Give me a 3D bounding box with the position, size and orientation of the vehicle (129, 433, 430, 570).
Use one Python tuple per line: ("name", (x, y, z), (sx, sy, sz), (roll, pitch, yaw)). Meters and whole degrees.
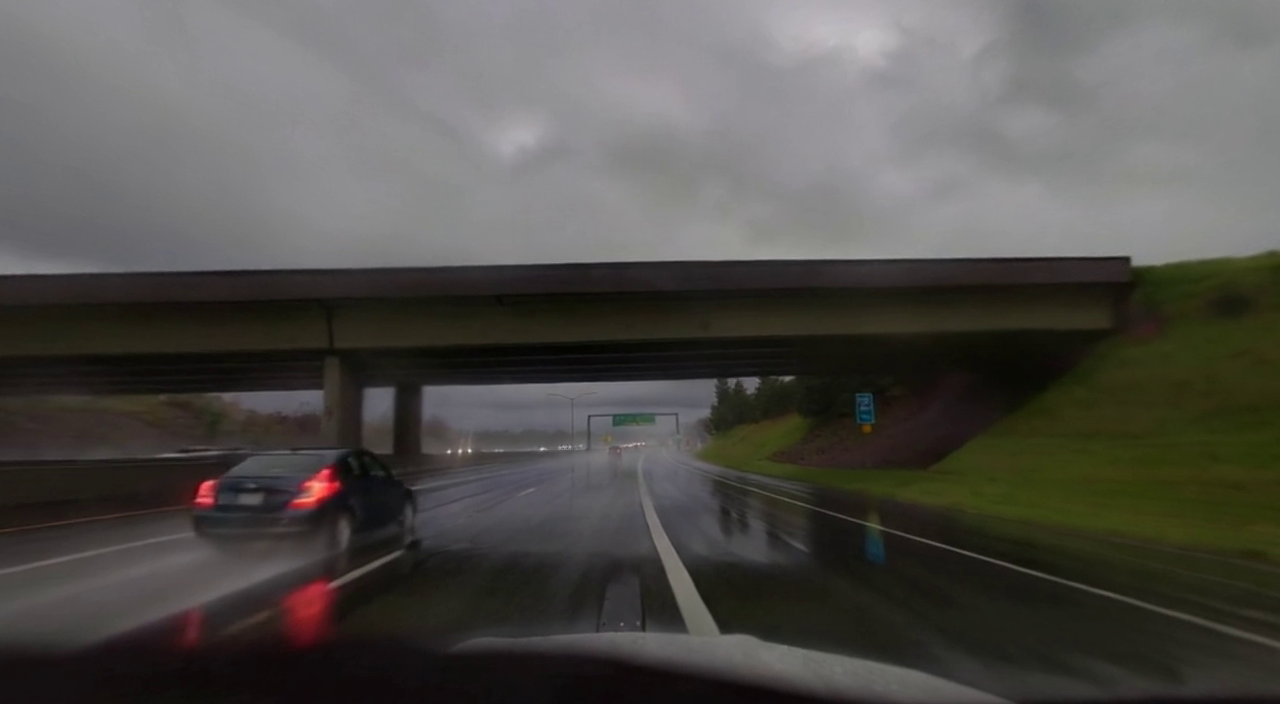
("vehicle", (-4.802, 2.026, 9.297), (2.055, 1.535, 4.073), (0, -9, -1))
